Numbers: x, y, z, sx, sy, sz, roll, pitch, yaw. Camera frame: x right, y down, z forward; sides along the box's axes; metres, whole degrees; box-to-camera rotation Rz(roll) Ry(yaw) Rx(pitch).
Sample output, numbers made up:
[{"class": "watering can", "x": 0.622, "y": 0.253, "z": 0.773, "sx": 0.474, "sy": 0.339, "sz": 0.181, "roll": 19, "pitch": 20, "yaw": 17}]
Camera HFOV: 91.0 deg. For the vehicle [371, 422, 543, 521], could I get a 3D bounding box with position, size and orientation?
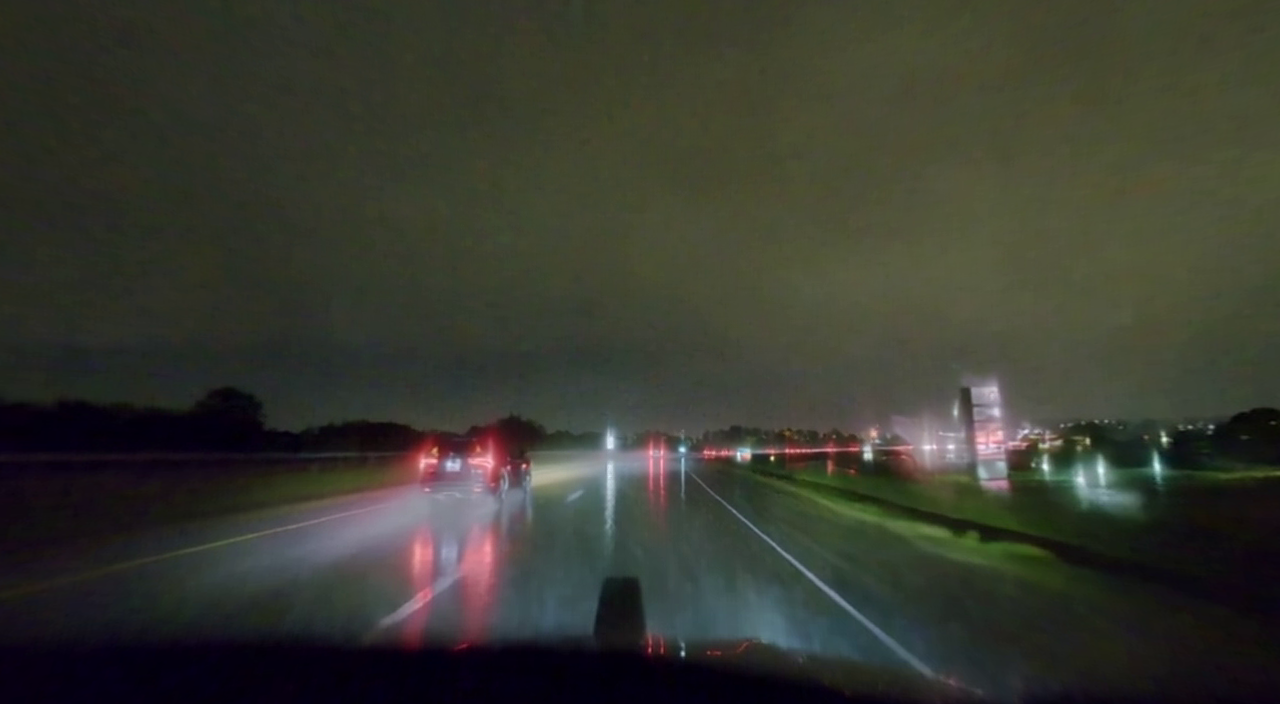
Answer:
[{"class": "vehicle", "x": -3.704, "y": 2.539, "z": 13.881, "sx": 2.193, "sy": 1.771, "sz": 4.757, "roll": 0, "pitch": -9, "yaw": 2}]
